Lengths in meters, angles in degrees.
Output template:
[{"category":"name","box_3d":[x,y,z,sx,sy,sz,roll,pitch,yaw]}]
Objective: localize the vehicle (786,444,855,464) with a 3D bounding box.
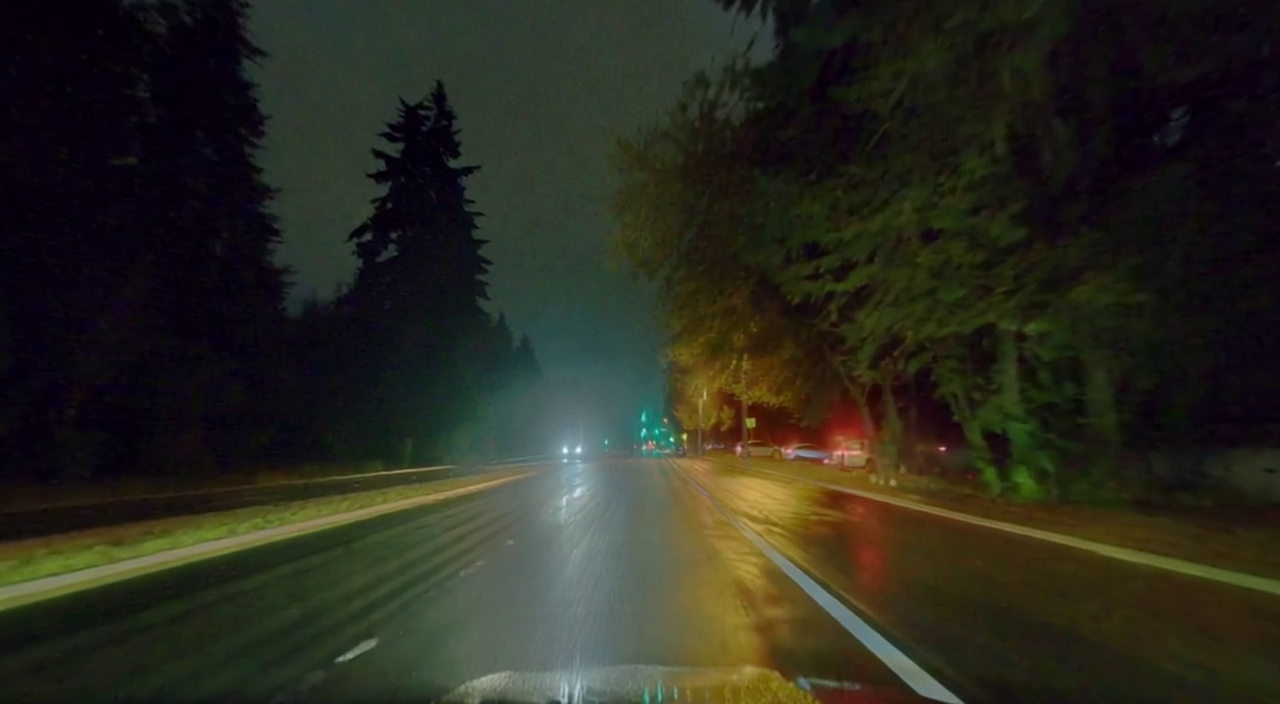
[{"category":"vehicle","box_3d":[13.162,7.448,46.221,4.438,1.444,1.900,0,-8,-1]}]

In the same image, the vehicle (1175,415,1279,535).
[{"category":"vehicle","box_3d":[10.844,1.692,8.709,4.766,1.557,2.168,0,-9,4]}]

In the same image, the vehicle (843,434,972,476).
[{"category":"vehicle","box_3d":[11.203,4.346,26.656,4.493,1.705,2.034,0,-8,0]}]
